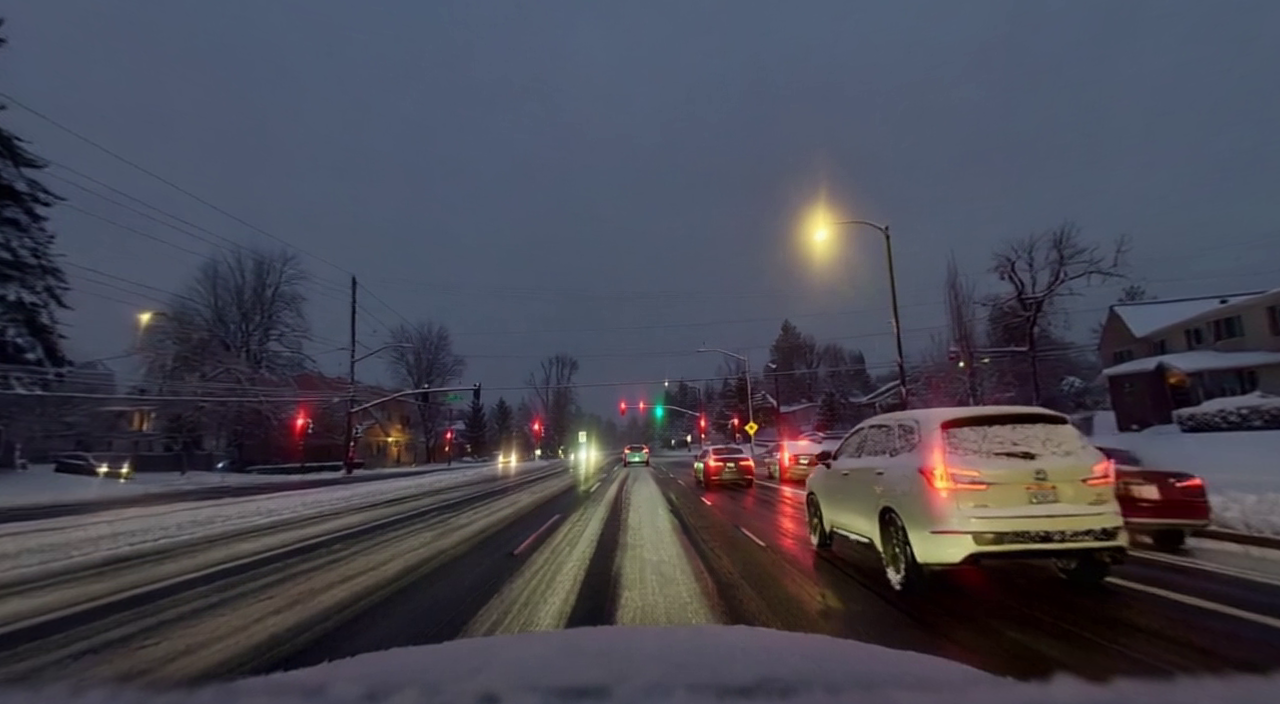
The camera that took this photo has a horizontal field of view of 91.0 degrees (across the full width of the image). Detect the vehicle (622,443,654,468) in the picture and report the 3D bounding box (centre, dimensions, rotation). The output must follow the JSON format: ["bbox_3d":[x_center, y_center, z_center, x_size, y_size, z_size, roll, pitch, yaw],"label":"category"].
[{"bbox_3d":[-0.152,7.287,44.367,2.146,1.685,4.003,0,-9,0],"label":"vehicle"}]

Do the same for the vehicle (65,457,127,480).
[{"bbox_3d":[-38.378,8.169,44.351,4.260,1.501,1.892,-5,-10,30],"label":"vehicle"}]

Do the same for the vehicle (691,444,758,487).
[{"bbox_3d":[3.024,4.154,23.400,1.889,1.451,4.180,0,-9,-1],"label":"vehicle"}]

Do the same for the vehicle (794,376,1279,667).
[{"bbox_3d":[3.197,1.374,6.212,2.129,1.761,4.610,0,-9,0],"label":"vehicle"}]
